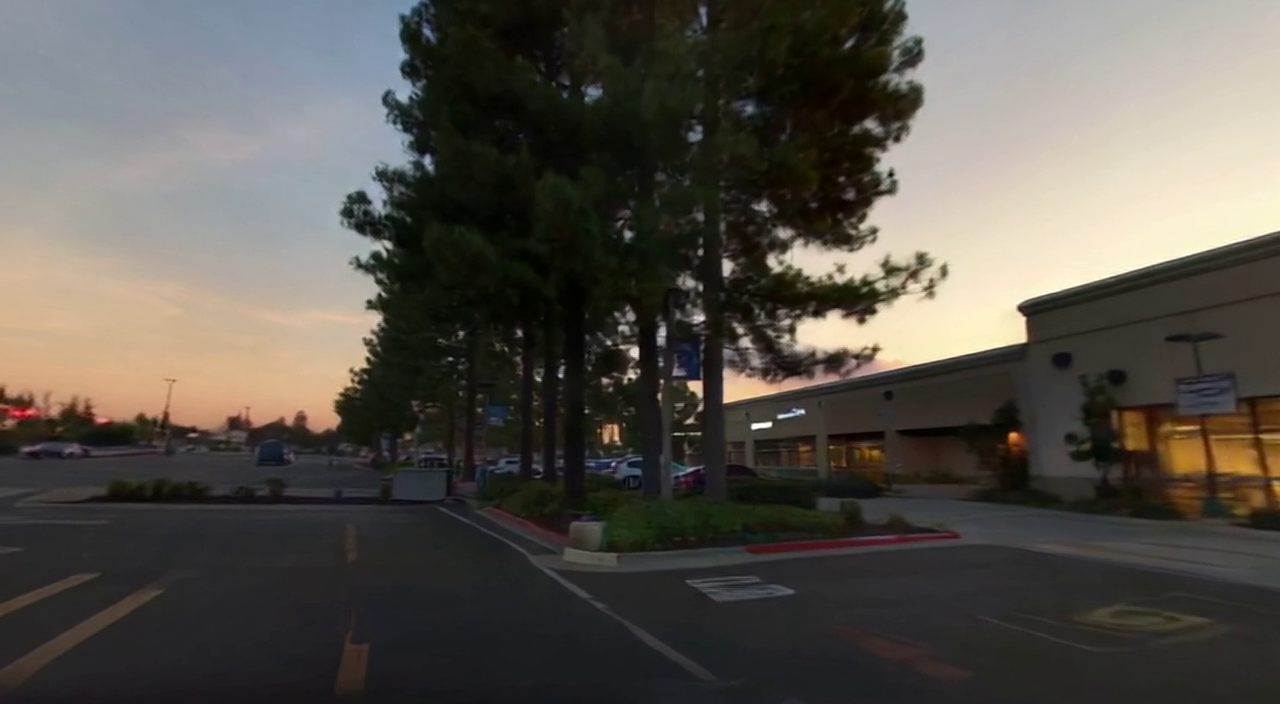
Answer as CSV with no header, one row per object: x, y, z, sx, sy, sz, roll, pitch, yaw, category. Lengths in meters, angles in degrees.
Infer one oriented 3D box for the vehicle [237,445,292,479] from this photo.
-21.748,6.357,36.765,2.180,1.806,4.541,4,-9,-24,vehicle
